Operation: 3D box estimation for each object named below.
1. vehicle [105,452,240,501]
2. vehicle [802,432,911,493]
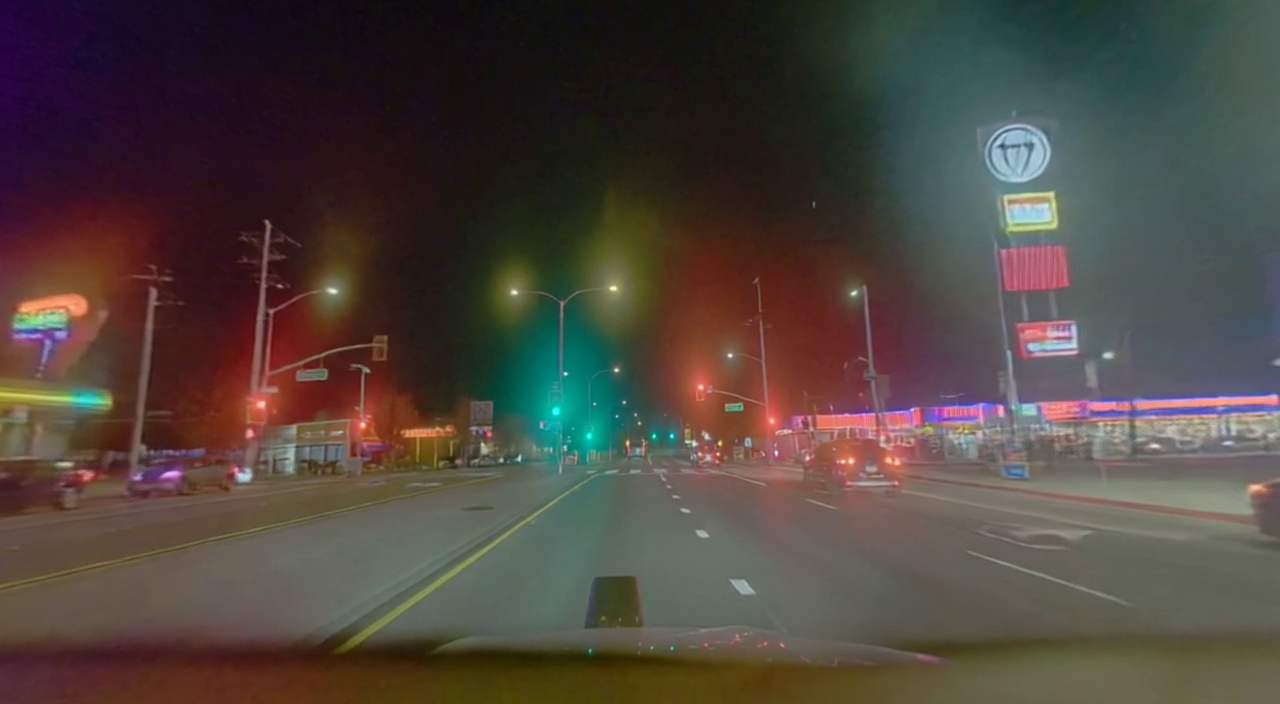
[{"bbox_3d":[-18.189,4.835,24.909,1.882,1.645,4.511,0,-8,-1],"label":"vehicle"},{"bbox_3d":[6.613,3.397,19.879,1.974,1.679,4.611,-1,-8,3],"label":"vehicle"}]
